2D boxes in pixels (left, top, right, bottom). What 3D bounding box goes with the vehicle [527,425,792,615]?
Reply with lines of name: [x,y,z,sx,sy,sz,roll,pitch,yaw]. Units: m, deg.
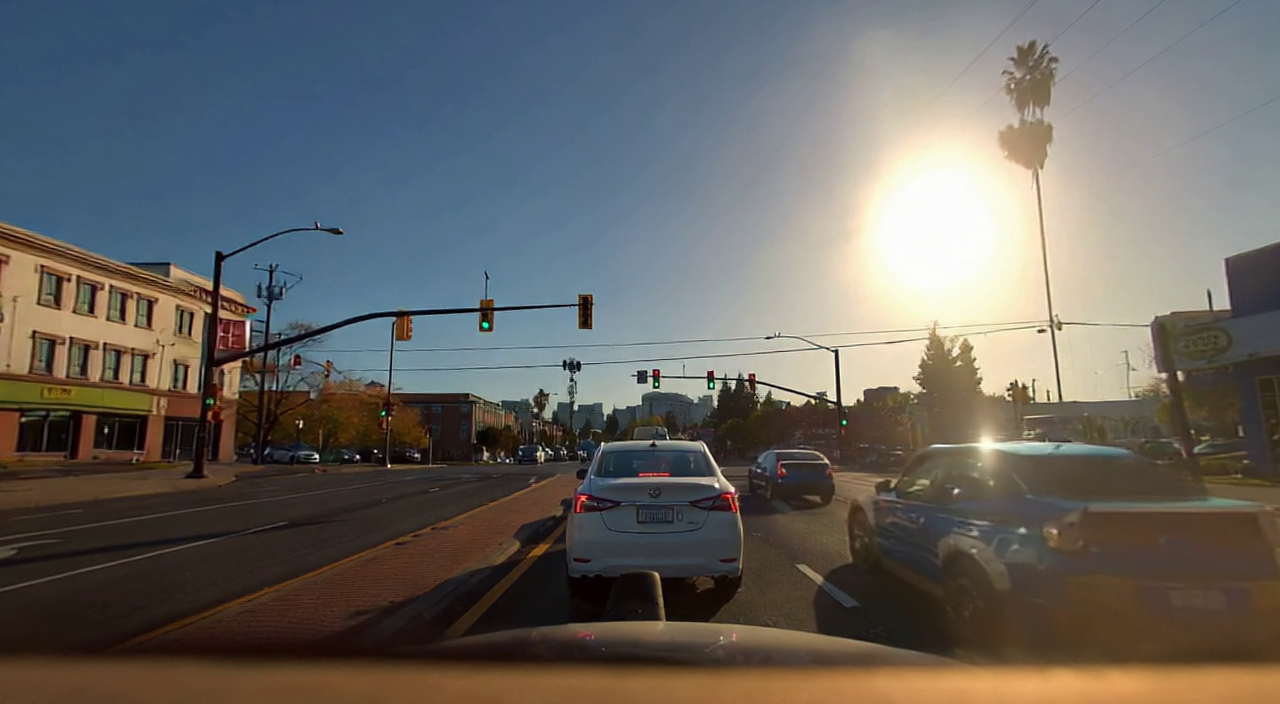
vehicle: [0.126,1.645,7.142,2.067,1.471,4.241,0,-9,-1]

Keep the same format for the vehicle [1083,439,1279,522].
vehicle: [14.164,3.100,15.931,2.235,1.721,5.230,0,-9,1]

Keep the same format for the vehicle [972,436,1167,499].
vehicle: [14.067,3.815,21.362,2.309,1.819,5.793,1,-9,-3]
